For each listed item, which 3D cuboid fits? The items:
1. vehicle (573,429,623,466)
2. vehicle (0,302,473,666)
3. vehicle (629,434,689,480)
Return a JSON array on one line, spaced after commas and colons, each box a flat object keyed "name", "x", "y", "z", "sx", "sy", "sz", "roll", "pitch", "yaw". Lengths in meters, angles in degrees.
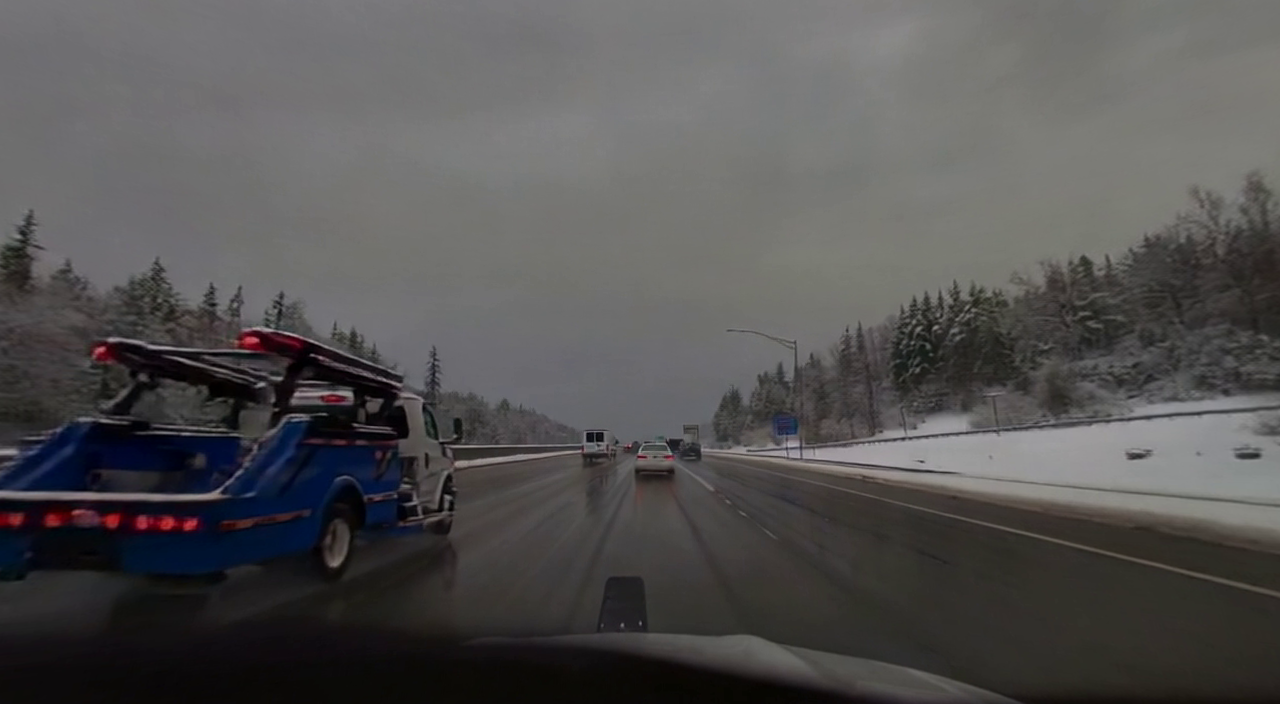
[{"name": "vehicle", "x": -2.530, "y": 5.972, "z": 39.463, "sx": 2.526, "sy": 2.146, "sz": 5.594, "roll": 0, "pitch": -8, "yaw": 2}, {"name": "vehicle", "x": -3.648, "y": 1.123, "z": 6.394, "sx": 2.292, "sy": 2.070, "sz": 5.532, "roll": 0, "pitch": -8, "yaw": 1}, {"name": "vehicle", "x": 0.697, "y": 4.137, "z": 25.019, "sx": 2.165, "sy": 1.653, "sz": 4.456, "roll": 0, "pitch": -8, "yaw": 0}]
